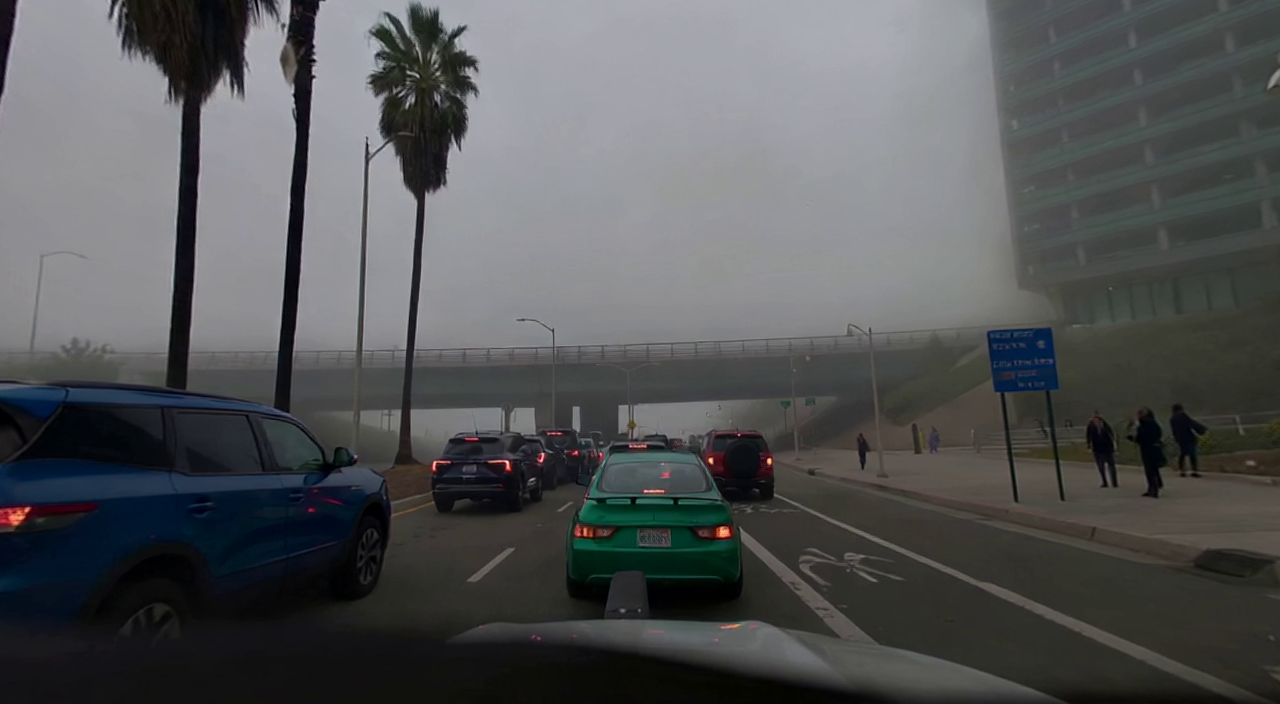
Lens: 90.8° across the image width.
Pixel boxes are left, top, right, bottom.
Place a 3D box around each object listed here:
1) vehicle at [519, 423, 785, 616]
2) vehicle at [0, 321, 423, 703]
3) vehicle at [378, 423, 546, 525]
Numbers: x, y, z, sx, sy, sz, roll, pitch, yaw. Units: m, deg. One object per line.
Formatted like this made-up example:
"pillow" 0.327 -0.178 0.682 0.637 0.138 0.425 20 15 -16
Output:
"vehicle" 0.082 1.597 6.974 2.036 1.461 4.129 0 -8 0
"vehicle" -3.259 1.059 4.186 2.014 1.740 4.359 0 -8 1
"vehicle" -3.198 2.286 12.323 1.955 1.637 4.032 0 -8 2
